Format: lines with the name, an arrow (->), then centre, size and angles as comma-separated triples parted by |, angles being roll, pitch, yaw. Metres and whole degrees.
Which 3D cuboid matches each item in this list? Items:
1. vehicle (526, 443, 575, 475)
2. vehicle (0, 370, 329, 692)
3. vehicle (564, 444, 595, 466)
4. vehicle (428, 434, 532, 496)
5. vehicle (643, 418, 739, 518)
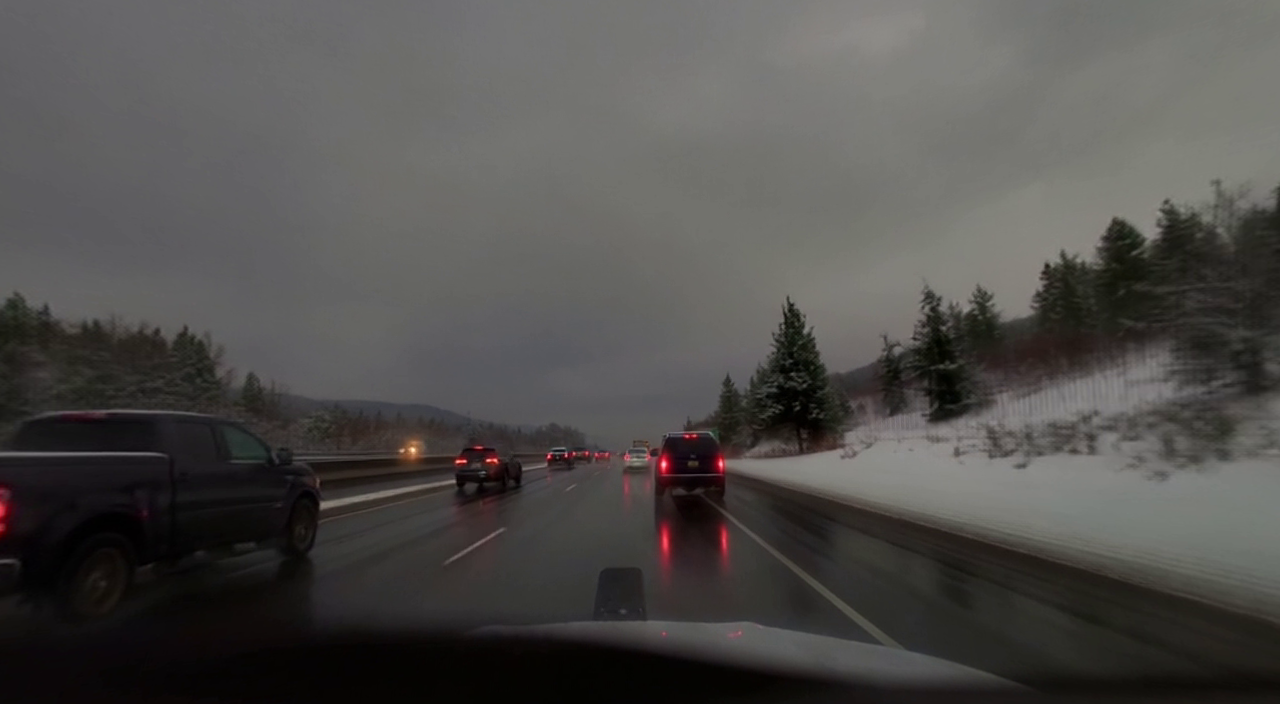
vehicle -> -4.440, 5.394, 31.924 | 1.867, 1.489, 3.829 | 0, -9, 1
vehicle -> -4.300, 1.118, 4.521 | 2.034, 1.642, 3.969 | 0, -9, 1
vehicle -> -4.513, 7.745, 47.471 | 1.855, 1.527, 4.209 | 0, -9, 0
vehicle -> -4.646, 3.344, 19.015 | 1.934, 1.642, 4.201 | 0, -9, 2
vehicle -> 0.996, 2.558, 14.311 | 1.825, 1.920, 3.960 | 0, -9, 0
